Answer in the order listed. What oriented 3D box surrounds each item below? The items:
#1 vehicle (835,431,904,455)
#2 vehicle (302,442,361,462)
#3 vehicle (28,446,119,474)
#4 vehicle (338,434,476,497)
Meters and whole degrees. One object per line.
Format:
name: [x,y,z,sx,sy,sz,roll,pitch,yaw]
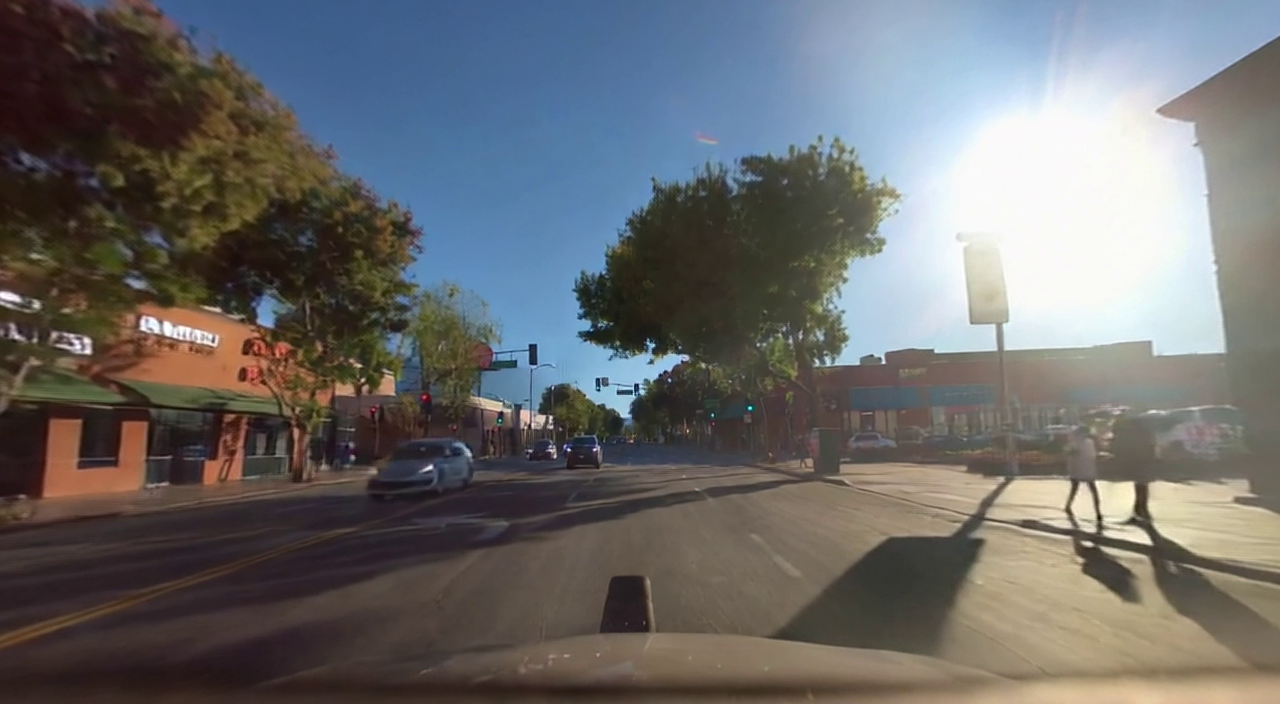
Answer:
vehicle: [16.784,6.679,46.241,4.299,1.679,2.011,0,-8,0]
vehicle: [-24.310,7.871,49.776,3.760,1.480,1.795,2,-8,-13]
vehicle: [-38.604,7.350,43.010,4.400,1.668,1.976,-3,-7,2]
vehicle: [-6.177,3.044,17.405,2.097,1.495,4.489,0,-8,0]
